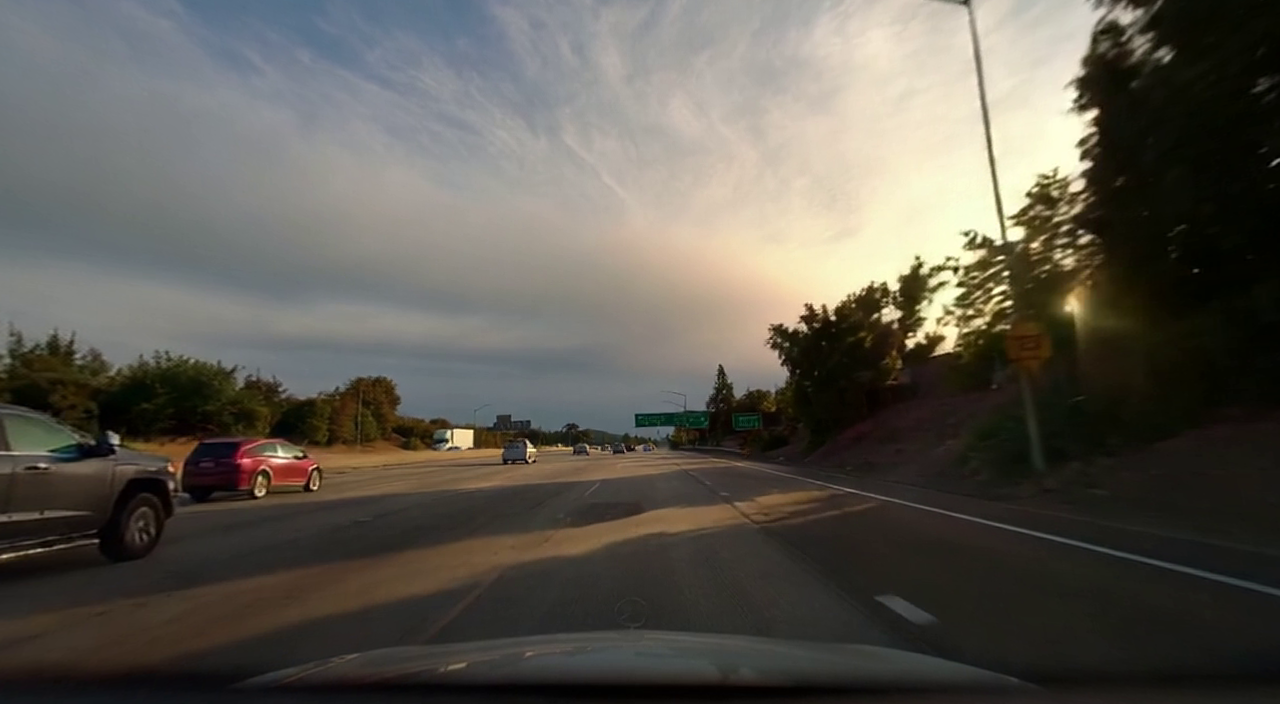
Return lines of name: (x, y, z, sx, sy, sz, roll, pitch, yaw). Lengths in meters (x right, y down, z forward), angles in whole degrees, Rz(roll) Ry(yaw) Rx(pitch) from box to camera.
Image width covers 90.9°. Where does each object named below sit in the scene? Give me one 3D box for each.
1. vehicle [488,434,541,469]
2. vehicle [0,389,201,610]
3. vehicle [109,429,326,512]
vehicle: (-6.749, 5.389, 34.410, 2.009, 1.735, 4.358, -1, -8, 0)
vehicle: (-6.397, 1.084, 4.224, 2.403, 1.773, 6.276, -1, -8, 0)
vehicle: (-9.811, 2.748, 15.215, 2.060, 1.662, 4.469, -1, -8, 1)
